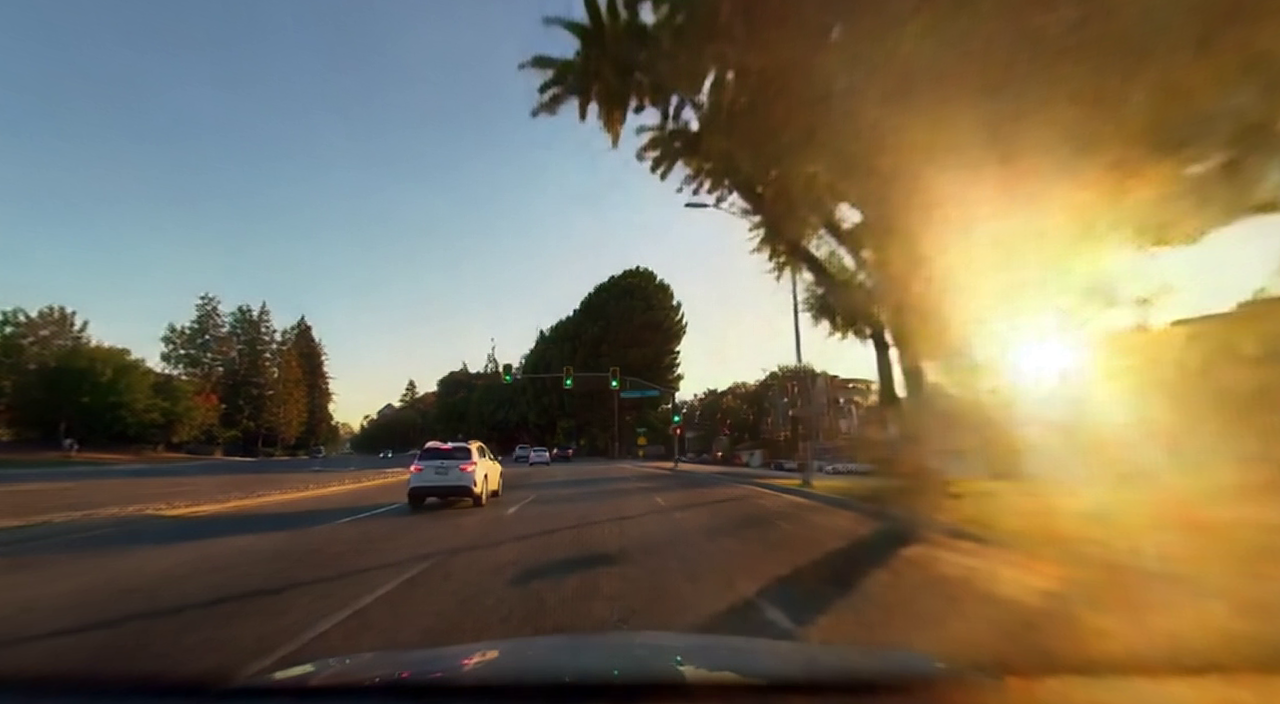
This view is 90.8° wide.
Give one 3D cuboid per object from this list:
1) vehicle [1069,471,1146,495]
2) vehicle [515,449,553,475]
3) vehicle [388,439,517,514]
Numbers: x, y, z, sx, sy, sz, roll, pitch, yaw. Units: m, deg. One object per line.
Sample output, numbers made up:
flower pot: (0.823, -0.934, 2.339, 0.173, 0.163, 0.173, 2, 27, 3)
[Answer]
vehicle: (34.185, 9.586, 46.388, 1.933, 1.489, 4.403, 1, -9, -8)
vehicle: (-6.229, 6.499, 37.557, 1.904, 1.476, 3.736, 0, -8, -4)
vehicle: (-4.617, 3.106, 16.350, 2.098, 1.613, 4.606, 0, -8, -3)
